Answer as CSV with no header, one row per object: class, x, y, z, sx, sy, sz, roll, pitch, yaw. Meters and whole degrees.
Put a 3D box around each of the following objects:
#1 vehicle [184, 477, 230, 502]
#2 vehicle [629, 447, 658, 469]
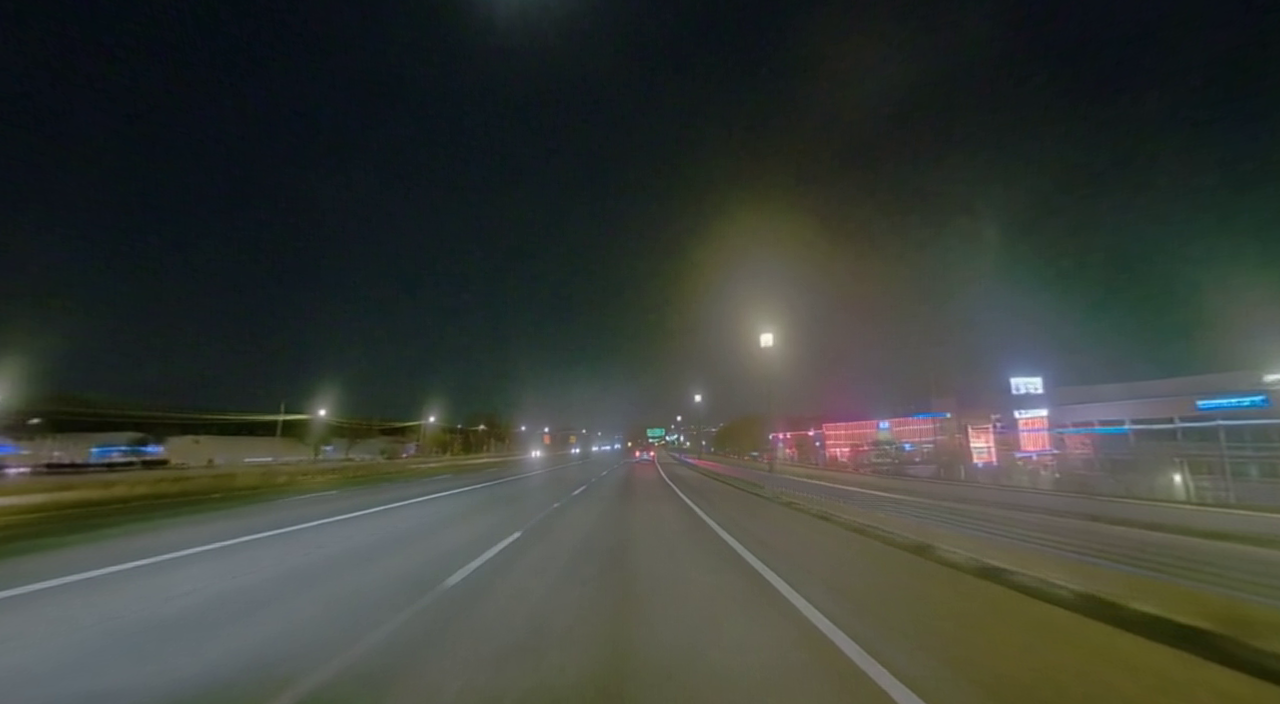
vehicle,-29.986,9.502,43.642,1.803,1.413,4.306,4,-10,-24
vehicle,0.281,7.689,45.769,2.014,1.507,3.960,0,-9,0
